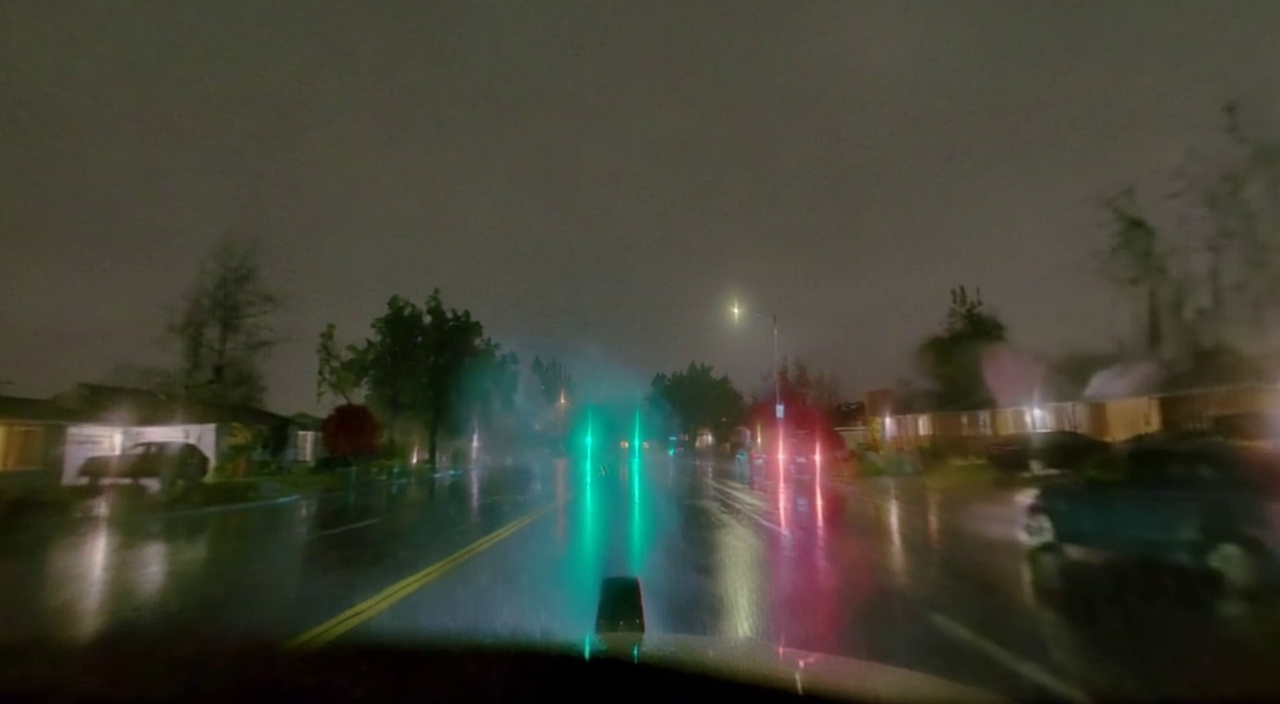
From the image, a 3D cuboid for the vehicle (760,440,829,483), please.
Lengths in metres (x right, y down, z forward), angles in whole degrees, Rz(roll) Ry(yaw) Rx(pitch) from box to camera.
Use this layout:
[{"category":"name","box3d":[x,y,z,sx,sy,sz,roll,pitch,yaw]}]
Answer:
[{"category":"vehicle","box3d":[6.761,4.841,28.194,1.996,1.745,4.556,0,-9,1]}]

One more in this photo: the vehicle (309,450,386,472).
[{"category":"vehicle","box3d":[-20.099,7.481,43.560,4.367,1.466,1.980,0,-9,-3]}]

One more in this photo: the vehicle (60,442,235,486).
[{"category":"vehicle","box3d":[-21.141,4.804,27.340,5.659,1.769,2.073,0,-9,-3]}]

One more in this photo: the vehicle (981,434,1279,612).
[{"category":"vehicle","box3d":[6.463,1.761,7.395,2.042,1.511,5.029,0,-9,-1]}]

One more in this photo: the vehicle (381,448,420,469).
[{"category":"vehicle","box3d":[-18.732,8.337,49.600,1.998,1.492,4.660,1,-9,-11]}]
